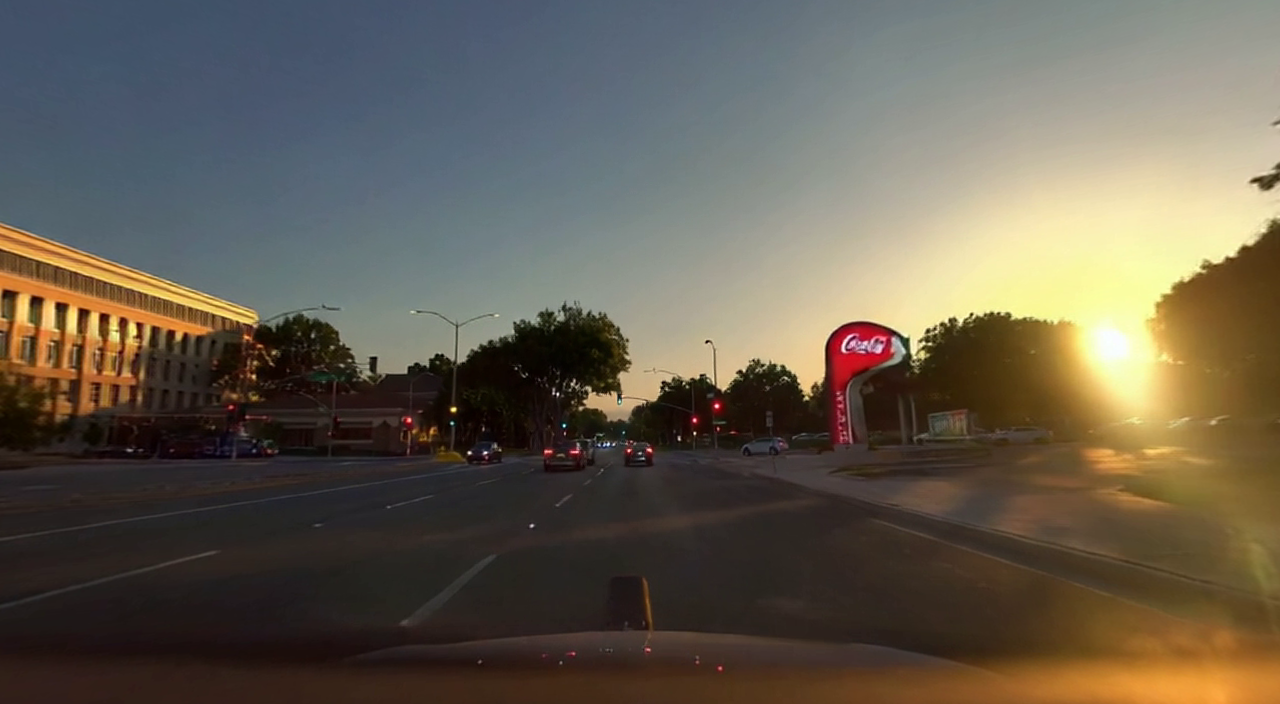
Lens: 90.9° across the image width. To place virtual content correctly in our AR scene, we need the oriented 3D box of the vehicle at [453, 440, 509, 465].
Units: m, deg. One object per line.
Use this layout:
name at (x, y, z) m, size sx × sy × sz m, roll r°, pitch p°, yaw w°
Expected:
vehicle at (-9.770, 6.204, 39.091) m, size 2.096 × 1.474 × 4.585 m, roll 0°, pitch -8°, yaw 3°

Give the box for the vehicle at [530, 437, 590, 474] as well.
vehicle at (-3.437, 4.529, 27.800) m, size 2.029 × 1.517 × 4.375 m, roll 0°, pitch -8°, yaw 1°

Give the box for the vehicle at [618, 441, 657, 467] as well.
vehicle at (-0.092, 6.170, 38.438) m, size 2.258 × 1.507 × 3.896 m, roll -1°, pitch -8°, yaw 2°
